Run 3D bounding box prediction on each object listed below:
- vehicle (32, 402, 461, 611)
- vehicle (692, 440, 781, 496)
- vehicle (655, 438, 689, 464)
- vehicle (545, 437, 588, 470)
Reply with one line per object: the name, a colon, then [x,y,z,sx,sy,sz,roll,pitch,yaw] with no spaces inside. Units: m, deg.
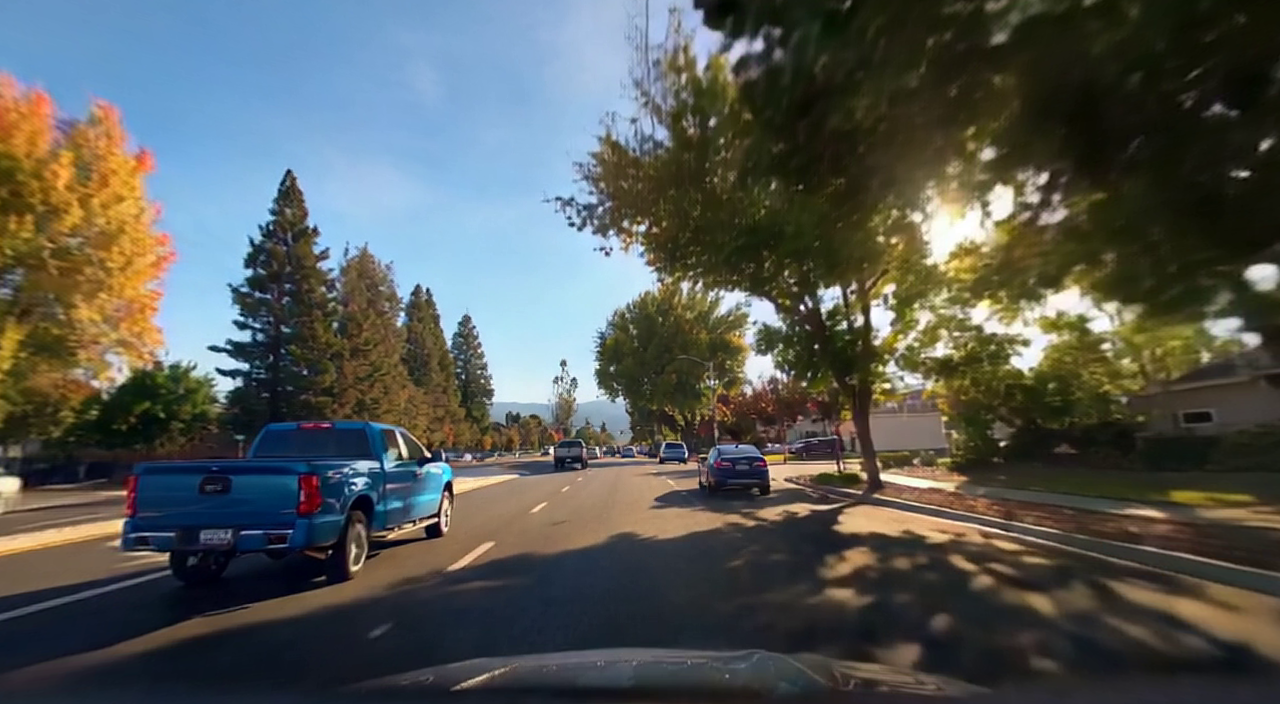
vehicle: [-4.076,1.683,8.041,2.111,1.745,5.274,0,-8,-1]
vehicle: [2.760,3.418,19.094,1.884,1.463,4.195,0,-8,-2]
vehicle: [2.386,7.435,47.649,2.099,1.845,4.363,0,-8,-3]
vehicle: [-4.438,6.202,38.811,2.218,1.829,4.492,0,-8,-1]
